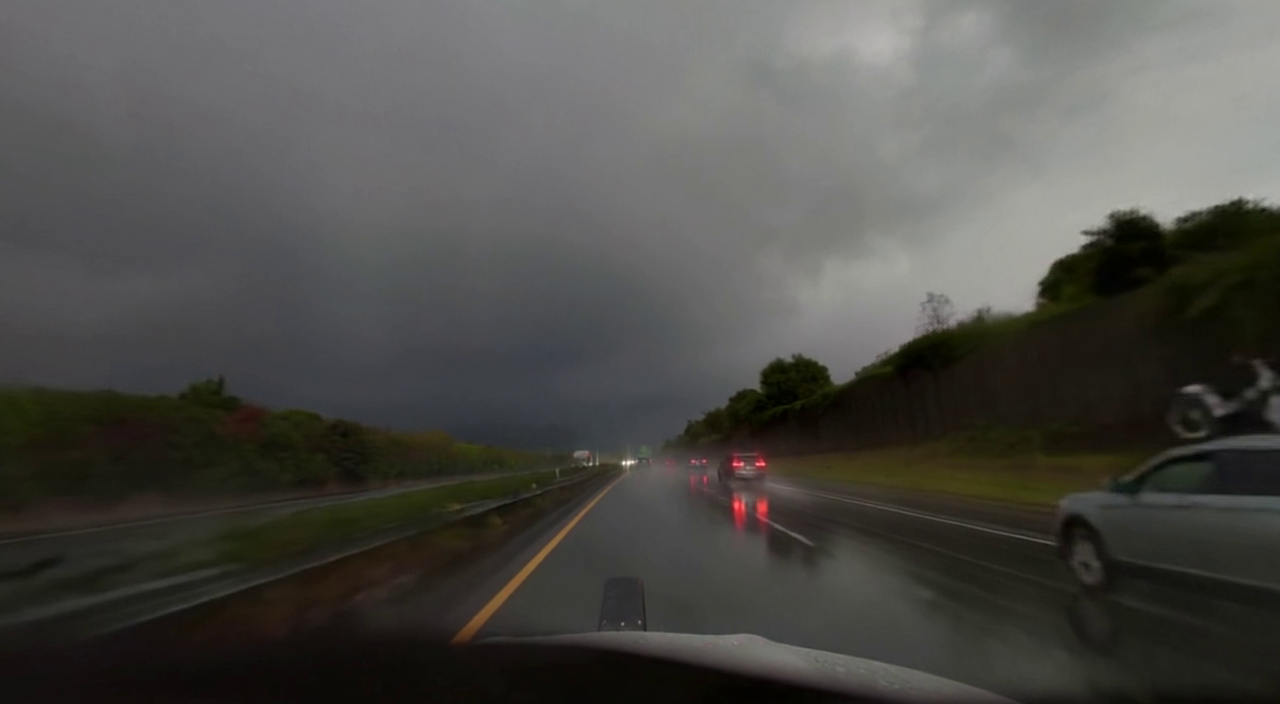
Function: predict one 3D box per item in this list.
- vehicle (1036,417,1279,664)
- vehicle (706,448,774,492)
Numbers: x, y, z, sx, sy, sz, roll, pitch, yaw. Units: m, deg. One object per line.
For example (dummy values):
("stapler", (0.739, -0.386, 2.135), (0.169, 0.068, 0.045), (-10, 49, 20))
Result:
("vehicle", (4.961, 1.242, 4.390), (1.964, 1.513, 3.707), (0, -9, 0))
("vehicle", (4.109, 4.931, 26.683), (2.122, 1.662, 4.392), (0, -9, 0))
